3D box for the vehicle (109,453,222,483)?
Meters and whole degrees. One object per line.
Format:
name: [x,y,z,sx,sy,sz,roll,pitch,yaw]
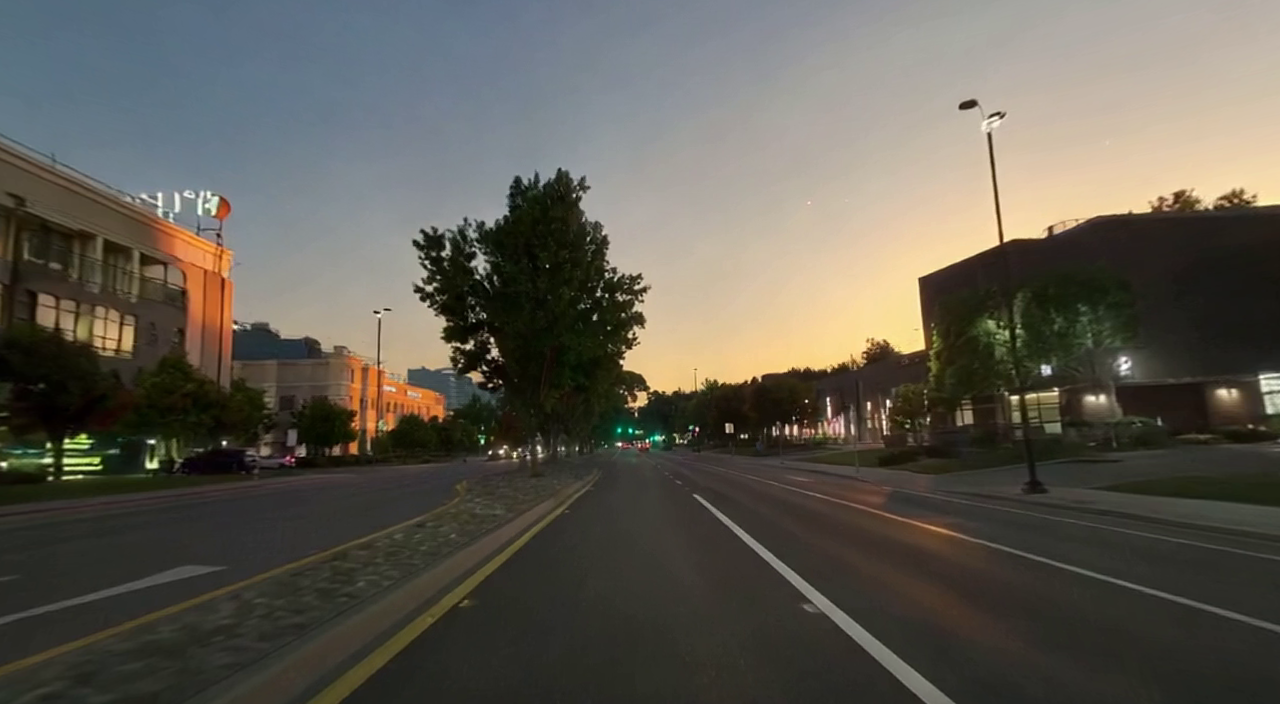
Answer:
vehicle: [-24.277,5.934,32.429,4.213,1.493,1.875,0,-8,-1]
